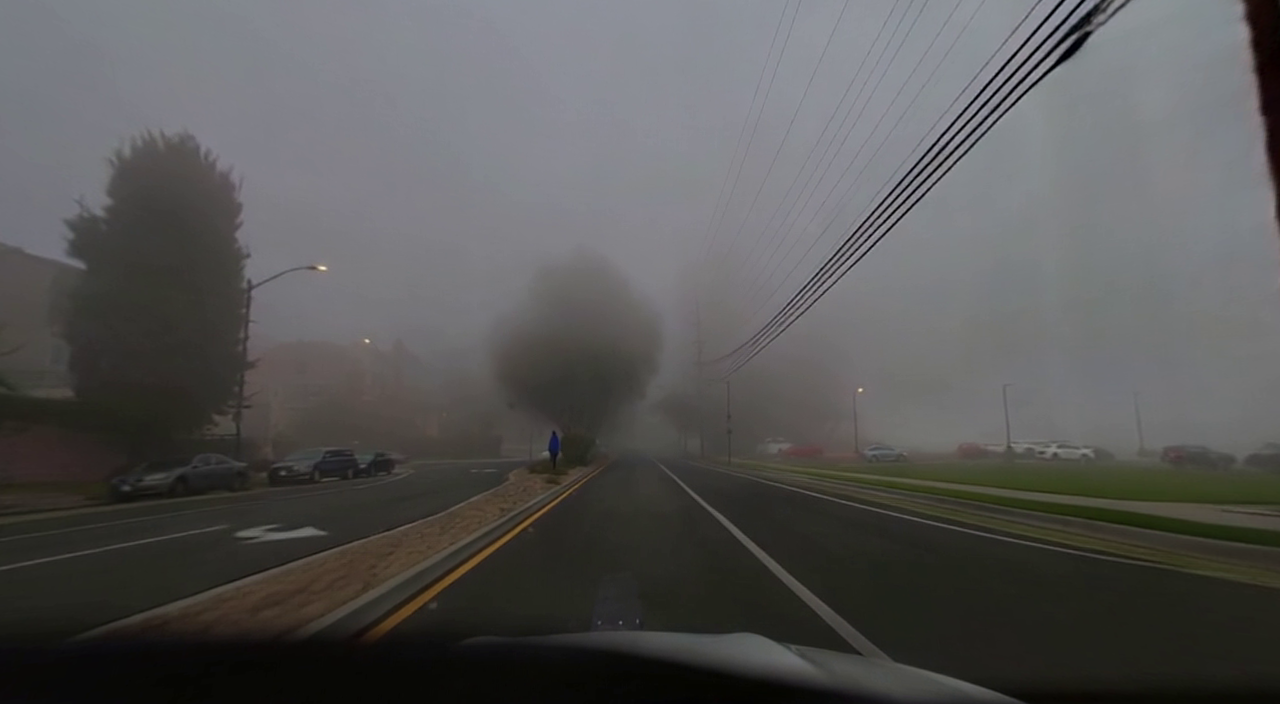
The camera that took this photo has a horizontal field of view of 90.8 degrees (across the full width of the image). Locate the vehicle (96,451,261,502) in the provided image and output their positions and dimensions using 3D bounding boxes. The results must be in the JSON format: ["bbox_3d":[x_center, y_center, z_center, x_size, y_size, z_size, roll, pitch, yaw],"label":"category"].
[{"bbox_3d":[-15.232,4.094,21.248,2.058,1.479,4.519,0,-9,1],"label":"vehicle"}]

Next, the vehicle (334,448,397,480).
[{"bbox_3d":[-15.435,6.280,35.758,2.106,1.517,4.632,-4,-8,-9],"label":"vehicle"}]

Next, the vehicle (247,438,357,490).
[{"bbox_3d":[-15.078,4.988,28.599,2.298,1.979,4.920,-4,-9,0],"label":"vehicle"}]

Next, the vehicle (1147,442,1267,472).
[{"bbox_3d":[33.277,6.157,37.281,1.792,1.586,4.905,0,-9,-17],"label":"vehicle"}]

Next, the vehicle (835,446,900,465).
[{"bbox_3d":[17.493,7.957,48.707,4.246,1.427,2.055,0,-9,-1],"label":"vehicle"}]
